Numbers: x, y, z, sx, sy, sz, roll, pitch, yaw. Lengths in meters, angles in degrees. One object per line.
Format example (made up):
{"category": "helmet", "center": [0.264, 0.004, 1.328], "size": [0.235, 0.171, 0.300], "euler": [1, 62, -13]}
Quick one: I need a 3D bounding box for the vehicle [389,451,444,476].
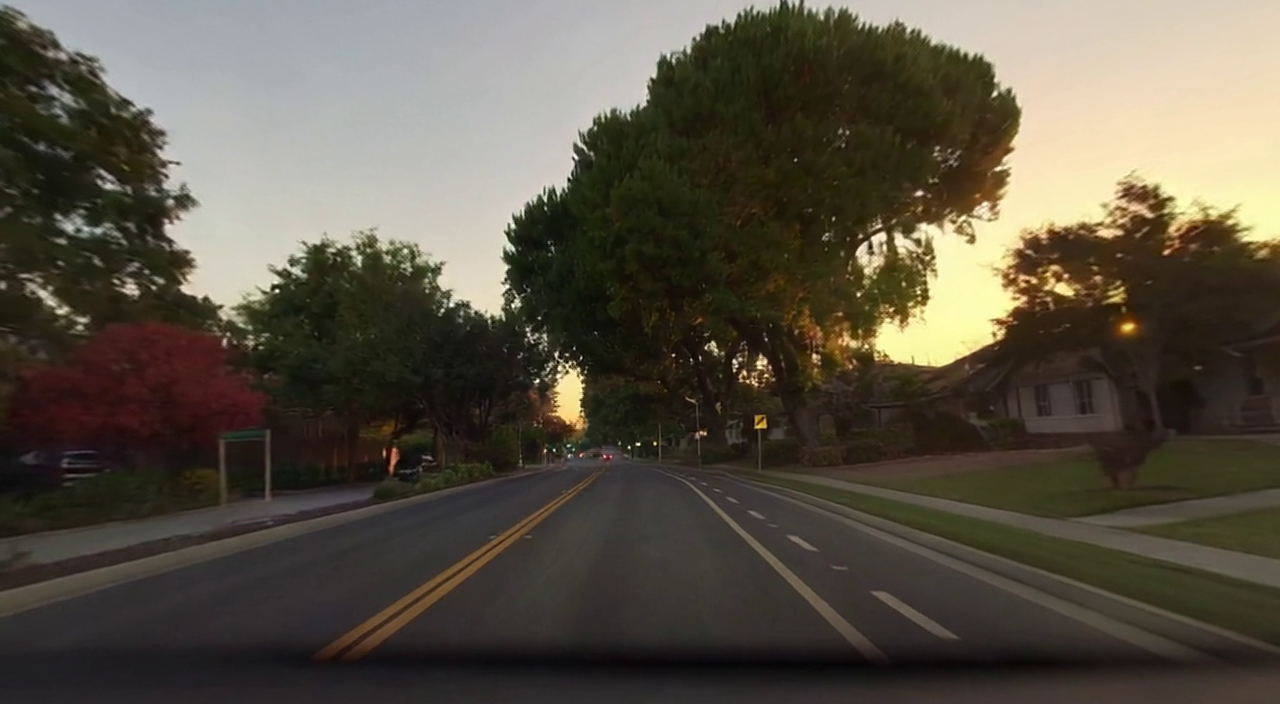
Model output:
{"category": "vehicle", "center": [-16.472, 8.229, 46.664], "size": [1.897, 1.698, 4.532], "euler": [-1, -8, 8]}

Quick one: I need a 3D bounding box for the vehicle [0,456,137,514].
{"category": "vehicle", "center": [-20.430, 4.545, 21.851], "size": [4.459, 1.772, 2.011], "euler": [-1, -9, 9]}
